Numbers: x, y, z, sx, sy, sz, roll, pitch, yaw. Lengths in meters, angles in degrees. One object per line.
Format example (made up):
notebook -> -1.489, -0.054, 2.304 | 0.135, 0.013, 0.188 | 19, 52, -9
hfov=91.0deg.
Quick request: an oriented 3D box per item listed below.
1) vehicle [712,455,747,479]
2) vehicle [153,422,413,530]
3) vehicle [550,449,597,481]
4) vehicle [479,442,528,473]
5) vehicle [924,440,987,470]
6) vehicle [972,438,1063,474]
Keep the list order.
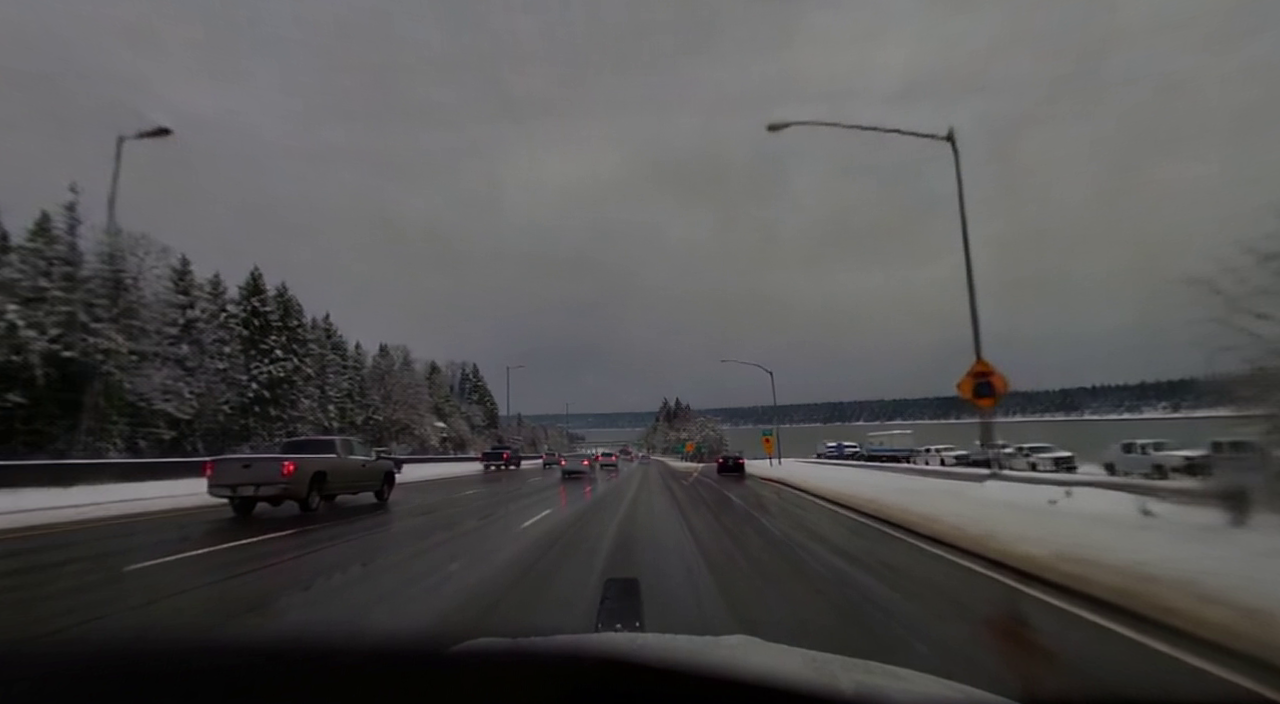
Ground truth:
vehicle -> 6.328, 8.172, 45.016 | 2.153, 1.510, 4.646 | 0, -9, 4
vehicle -> -7.289, 2.600, 13.904 | 2.250, 1.870, 5.647 | 0, -9, 2
vehicle -> -3.827, 6.592, 36.975 | 2.132, 1.708, 4.571 | 0, -9, 1
vehicle -> -10.554, 8.181, 49.128 | 2.442, 2.191, 5.760 | 0, -9, 1
vehicle -> 24.327, 8.025, 48.778 | 2.129, 2.095, 4.928 | -2, -10, -2
vehicle -> 24.598, 6.820, 41.479 | 2.456, 2.117, 6.561 | -1, -9, 5
